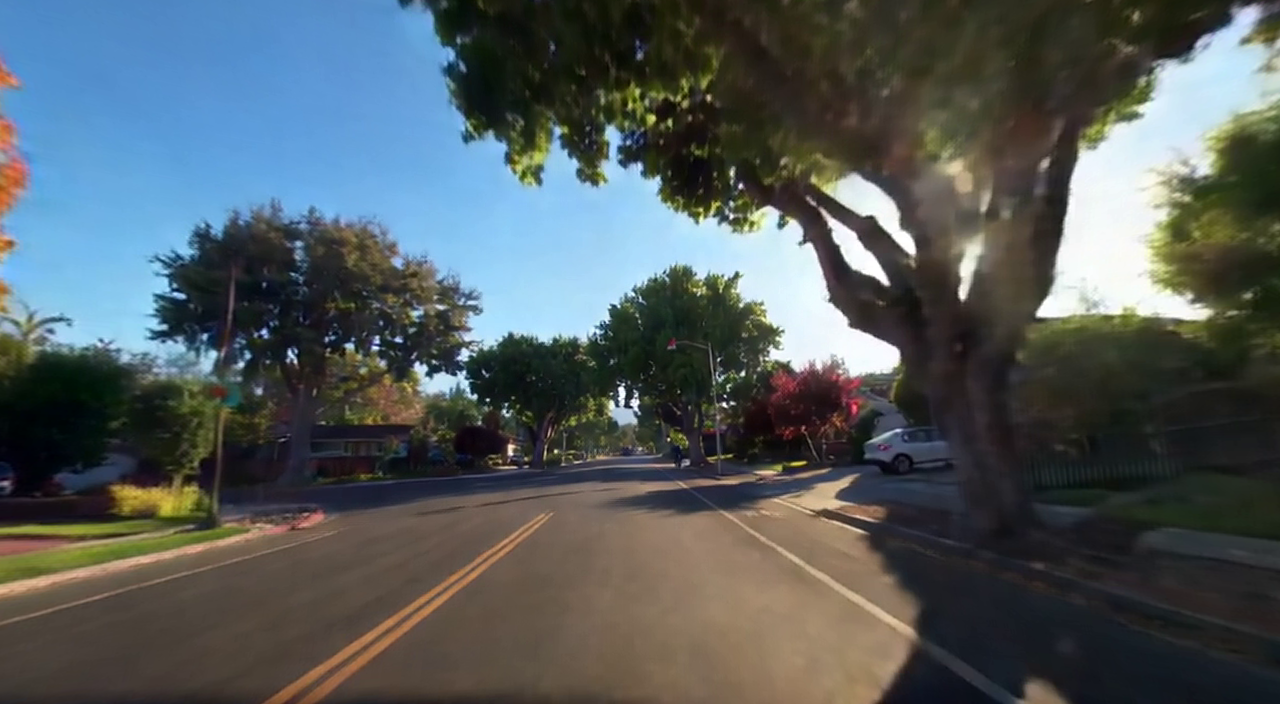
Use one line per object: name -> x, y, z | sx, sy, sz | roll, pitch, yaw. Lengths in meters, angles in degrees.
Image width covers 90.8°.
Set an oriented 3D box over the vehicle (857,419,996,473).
vehicle -> 10.327, 3.425, 23.063 | 4.146, 1.866, 1.897 | -1, -9, 5
